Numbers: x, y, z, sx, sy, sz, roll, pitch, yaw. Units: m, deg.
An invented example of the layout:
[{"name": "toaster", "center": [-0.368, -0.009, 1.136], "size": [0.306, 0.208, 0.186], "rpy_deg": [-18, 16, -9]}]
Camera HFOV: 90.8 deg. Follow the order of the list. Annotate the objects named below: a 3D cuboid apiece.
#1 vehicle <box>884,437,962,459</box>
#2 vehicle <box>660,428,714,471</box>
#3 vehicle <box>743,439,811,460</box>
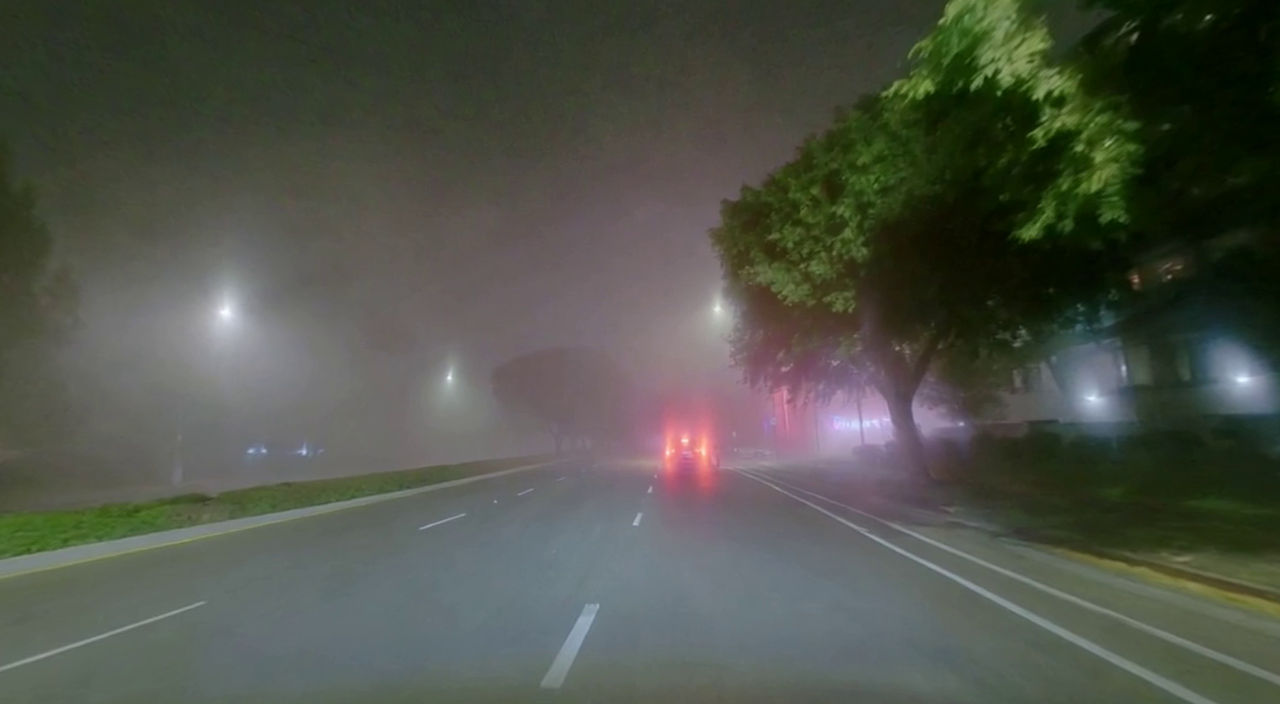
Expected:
[{"name": "vehicle", "center": [20.209, 6.883, 45.255], "size": [4.698, 1.465, 1.914], "rpy_deg": [-1, -8, 5]}, {"name": "vehicle", "center": [2.497, 4.980, 32.307], "size": [2.477, 1.991, 5.157], "rpy_deg": [-1, -8, 6]}, {"name": "vehicle", "center": [9.971, 7.192, 46.444], "size": [4.733, 1.499, 2.000], "rpy_deg": [-2, -8, 9]}]
